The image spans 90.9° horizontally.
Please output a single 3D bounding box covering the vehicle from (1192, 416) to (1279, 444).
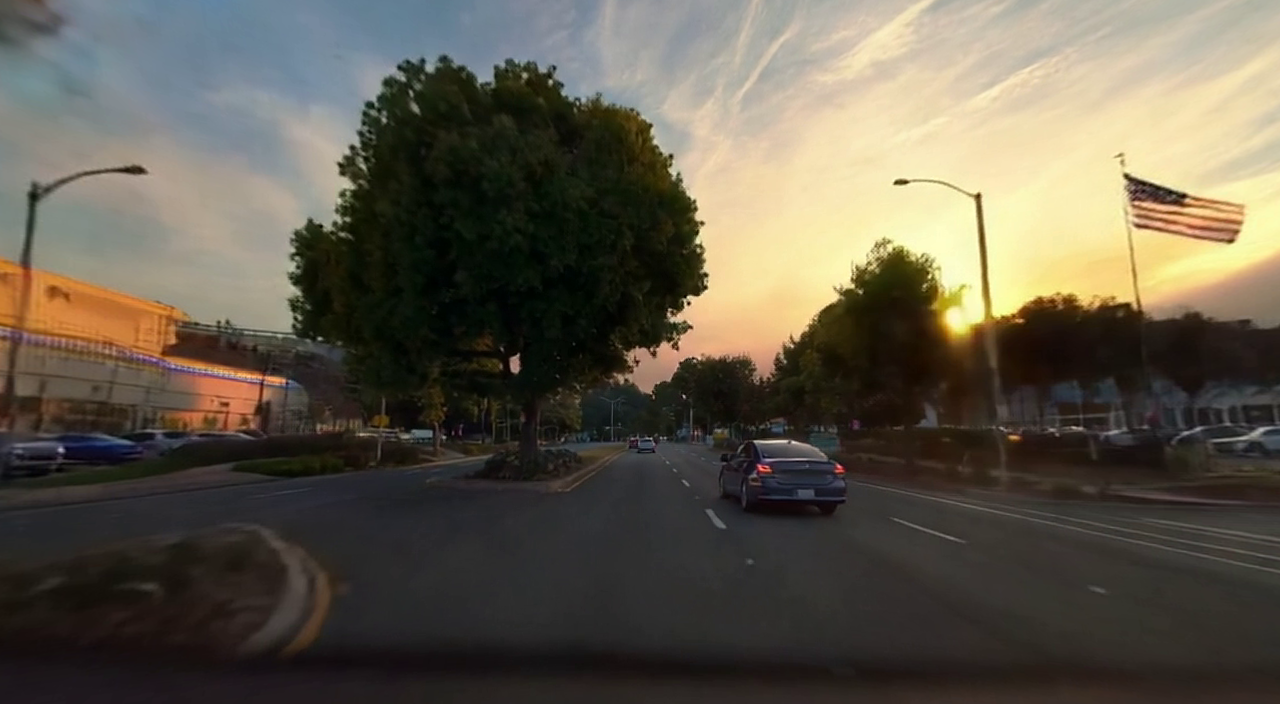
[{"bbox_3d":[38.312,5.116,40.712,1.983,1.553,5.043,-5,-10,18],"label":"vehicle"}]

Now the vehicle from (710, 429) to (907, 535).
[{"bbox_3d":[2.654,2.190,11.312,2.091,1.472,4.697,0,-8,-2],"label":"vehicle"}]

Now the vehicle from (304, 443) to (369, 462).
[{"bbox_3d":[-23.166,7.671,48.157,4.077,1.342,1.813,-1,-8,5],"label":"vehicle"}]

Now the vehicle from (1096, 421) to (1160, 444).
[{"bbox_3d":[33.078,5.515,42.895,1.888,1.467,4.425,-2,-8,16],"label":"vehicle"}]

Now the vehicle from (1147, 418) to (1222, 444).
[{"bbox_3d":[35.433,5.203,41.158,1.793,1.488,4.488,-2,-9,14],"label":"vehicle"}]

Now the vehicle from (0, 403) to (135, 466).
[{"bbox_3d":[-35.299,4.671,35.600,10.503,3.405,3.038,0,-8,-2],"label":"vehicle"}]

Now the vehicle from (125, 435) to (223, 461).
[{"bbox_3d":[-36.457,7.529,49.442,5.748,1.927,2.252,1,-8,-4],"label":"vehicle"}]
